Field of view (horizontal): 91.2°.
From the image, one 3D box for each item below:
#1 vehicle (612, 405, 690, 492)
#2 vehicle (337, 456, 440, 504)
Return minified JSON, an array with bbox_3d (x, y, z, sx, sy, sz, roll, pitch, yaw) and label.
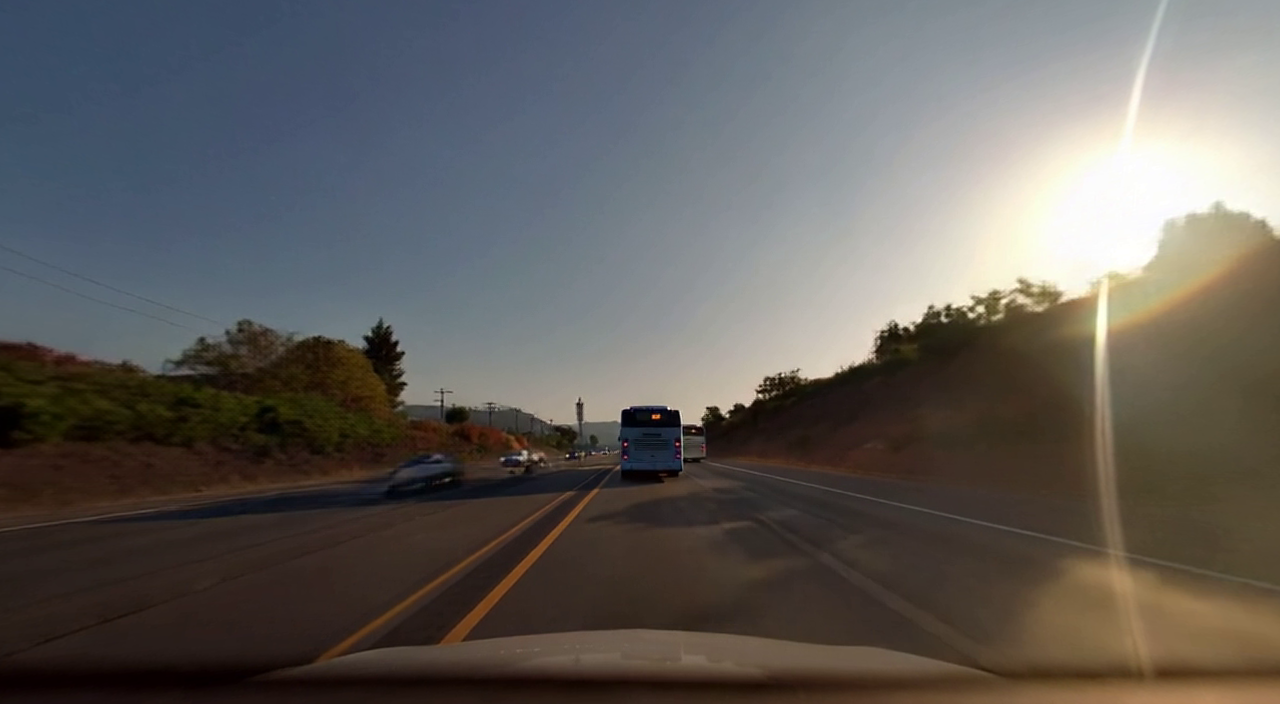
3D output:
[{"bbox_3d":[0.287,3.422,22.344,2.414,2.675,5.574,0,-9,-1],"label":"vehicle"},{"bbox_3d":[-9.174,4.683,23.315,1.917,1.523,4.526,-1,-9,1],"label":"vehicle"}]
